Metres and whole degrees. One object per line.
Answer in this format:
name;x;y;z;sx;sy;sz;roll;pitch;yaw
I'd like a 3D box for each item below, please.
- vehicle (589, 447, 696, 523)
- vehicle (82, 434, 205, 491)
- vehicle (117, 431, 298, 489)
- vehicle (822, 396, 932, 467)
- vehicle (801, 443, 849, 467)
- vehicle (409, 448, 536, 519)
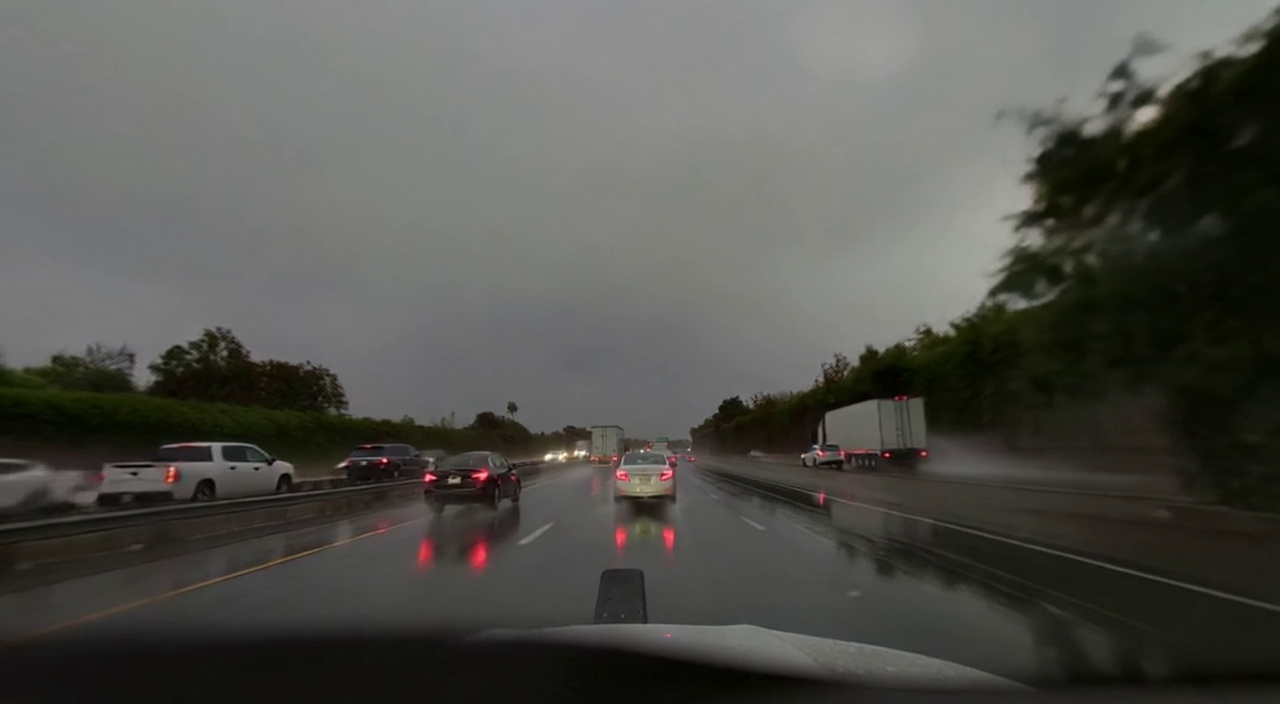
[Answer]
vehicle;0.073;2.887;14.183;2.057;1.449;3.931;0;-9;1
vehicle;-31.844;7.074;40.802;2.761;3.380;5.944;-1;-9;3
vehicle;-31.603;8.032;47.609;2.803;3.665;14.746;-1;-9;2
vehicle;15.579;5.567;42.961;2.825;4.085;12.815;0;-9;1
vehicle;11.939;6.673;40.903;1.892;1.504;4.000;0;-9;0
vehicle;-3.970;3.176;15.784;1.929;1.509;4.331;0;-9;1
